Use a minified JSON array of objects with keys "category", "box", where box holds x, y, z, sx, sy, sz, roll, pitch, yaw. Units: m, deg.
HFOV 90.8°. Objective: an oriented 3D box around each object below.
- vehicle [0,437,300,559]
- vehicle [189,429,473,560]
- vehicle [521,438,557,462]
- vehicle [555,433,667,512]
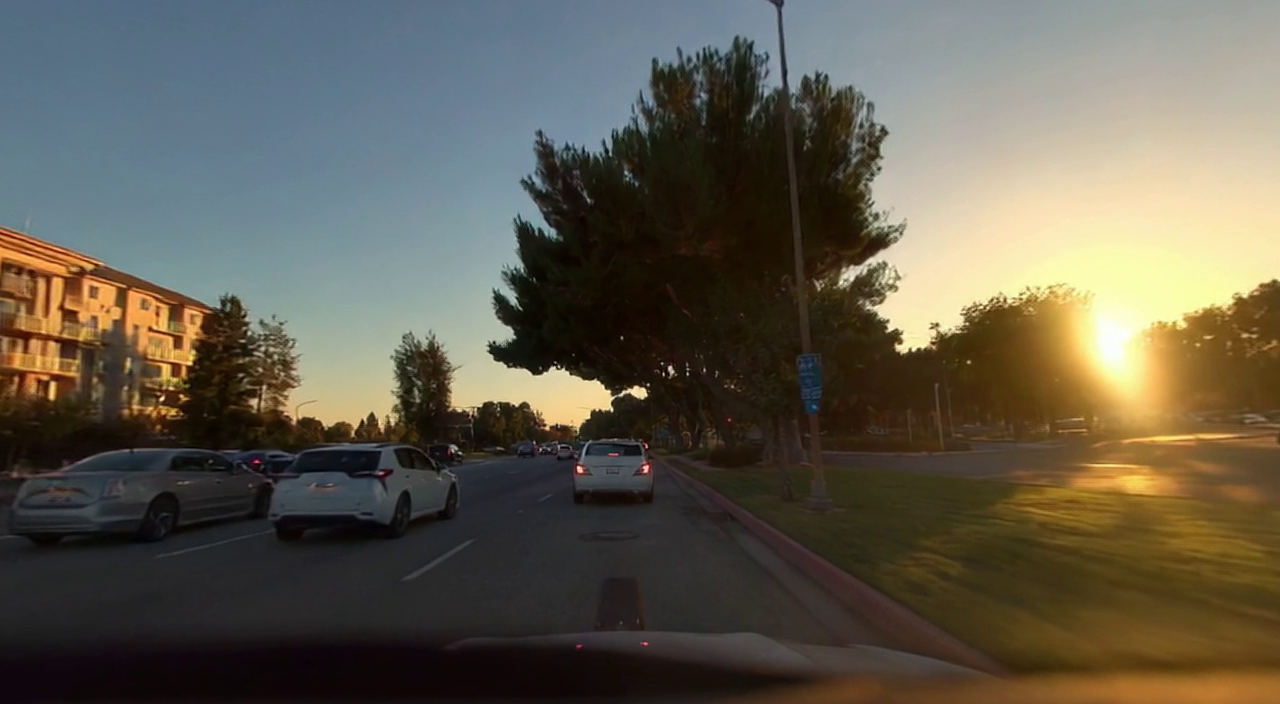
[{"category":"vehicle","box":[-7.595,2.124,9.985,1.906,1.449,4.576,0,-9,0]},{"category":"vehicle","box":[-4.230,2.026,9.756,2.032,1.515,4.641,0,-9,0]},{"category":"vehicle","box":[-7.701,7.524,48.573,2.023,1.737,4.569,0,-9,1]},{"category":"vehicle","box":[-0.582,2.622,14.158,2.099,1.469,4.389,0,-9,-1]}]
